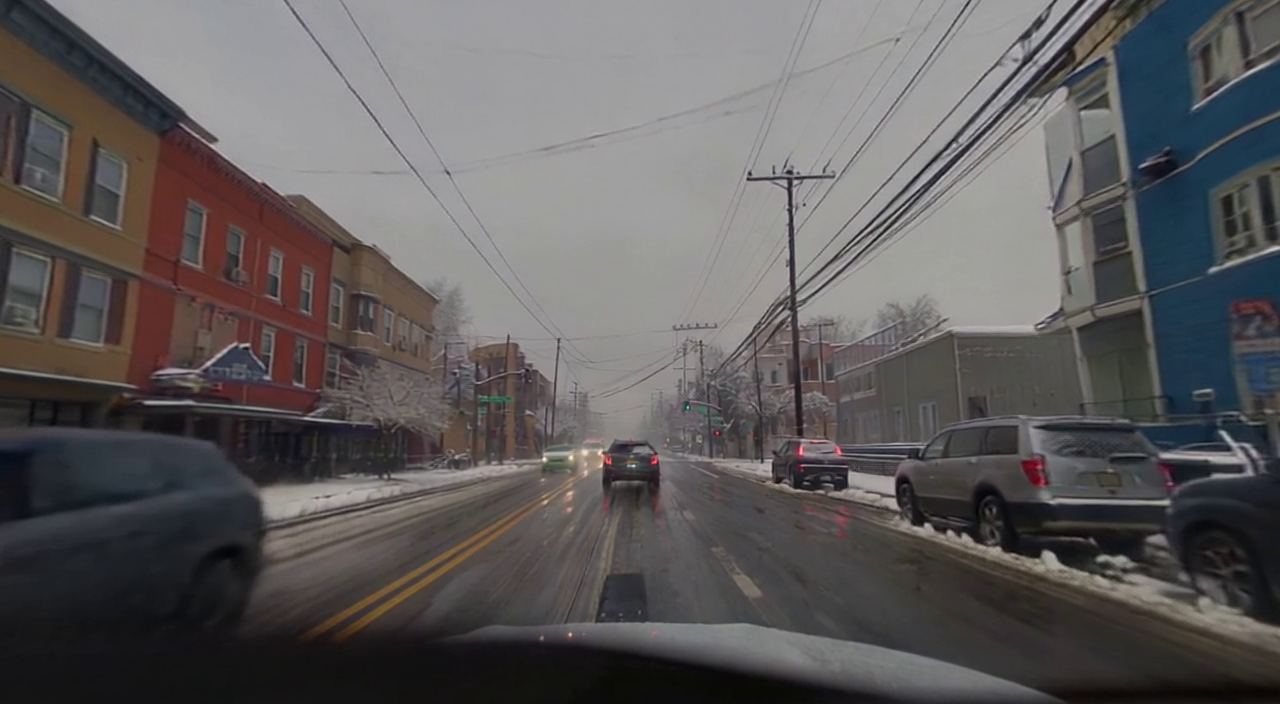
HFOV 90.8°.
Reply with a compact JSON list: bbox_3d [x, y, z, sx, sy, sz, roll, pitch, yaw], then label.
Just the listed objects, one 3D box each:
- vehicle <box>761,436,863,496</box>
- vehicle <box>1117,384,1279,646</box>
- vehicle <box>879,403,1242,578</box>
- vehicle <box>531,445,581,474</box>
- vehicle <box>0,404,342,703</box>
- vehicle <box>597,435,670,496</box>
[{"bbox_3d":[6.190,4.164,23.584,2.197,1.917,5.637,0,-8,-1],"label":"vehicle"},{"bbox_3d":[6.194,1.083,3.609,2.203,2.052,5.975,0,-8,-1],"label":"vehicle"},{"bbox_3d":[6.148,2.088,10.482,2.208,2.106,5.496,0,-9,0],"label":"vehicle"},{"bbox_3d":[-4.514,5.834,34.602,2.181,1.500,4.319,0,-8,0],"label":"vehicle"},{"bbox_3d":[-3.874,1.172,3.958,1.968,1.524,4.304,0,-8,-1],"label":"vehicle"},{"bbox_3d":[-0.181,3.358,19.002,1.980,1.635,3.795,0,-8,0],"label":"vehicle"}]
